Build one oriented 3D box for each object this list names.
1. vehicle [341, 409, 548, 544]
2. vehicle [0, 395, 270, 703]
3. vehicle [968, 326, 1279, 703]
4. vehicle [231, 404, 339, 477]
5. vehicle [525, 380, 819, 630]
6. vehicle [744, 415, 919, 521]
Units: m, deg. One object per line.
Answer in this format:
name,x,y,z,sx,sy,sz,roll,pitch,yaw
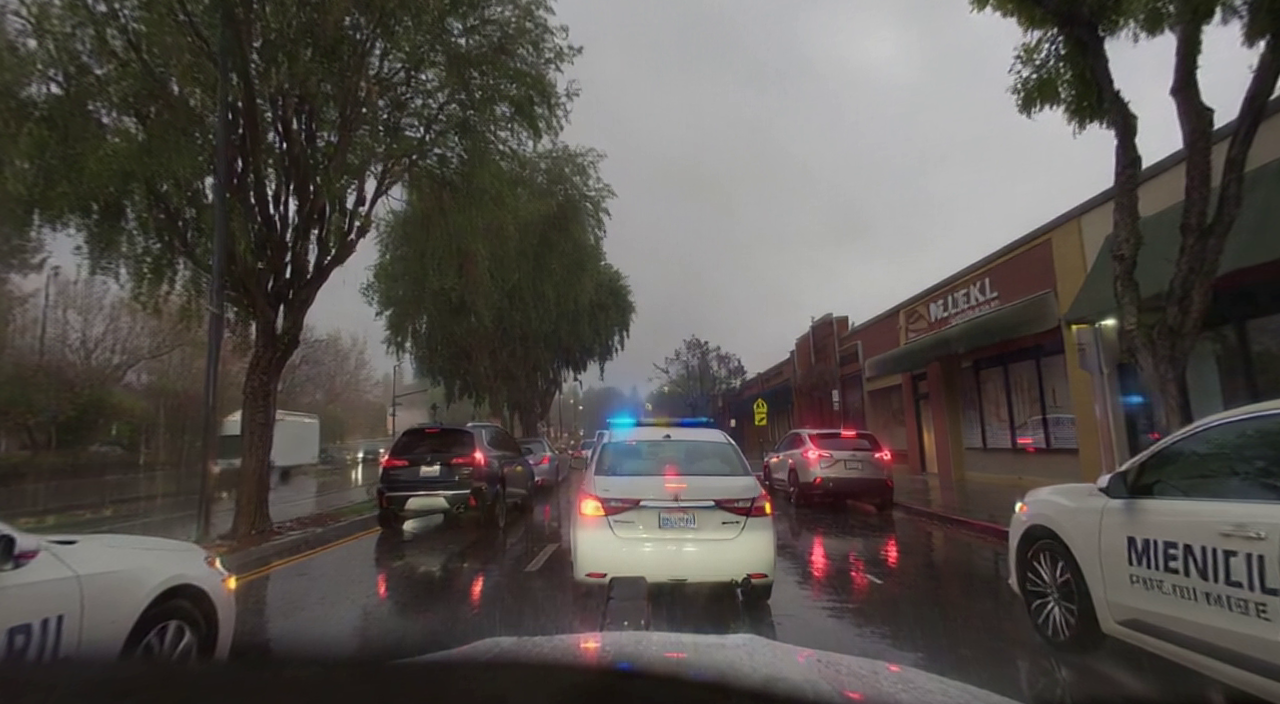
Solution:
vehicle,-2.971,2.020,10.822,2.135,1.806,4.514,0,-8,-1
vehicle,-2.921,0.764,1.179,1.908,1.474,4.257,0,-8,-1
vehicle,4.047,0.902,3.264,1.987,1.877,5.330,2,-8,2
vehicle,-14.546,3.689,26.142,2.117,2.762,3.938,0,-8,-1
vehicle,0.217,1.382,6.567,2.075,1.770,4.018,0,-8,0
vehicle,4.023,2.565,14.531,2.038,1.865,5.786,2,-9,-2
